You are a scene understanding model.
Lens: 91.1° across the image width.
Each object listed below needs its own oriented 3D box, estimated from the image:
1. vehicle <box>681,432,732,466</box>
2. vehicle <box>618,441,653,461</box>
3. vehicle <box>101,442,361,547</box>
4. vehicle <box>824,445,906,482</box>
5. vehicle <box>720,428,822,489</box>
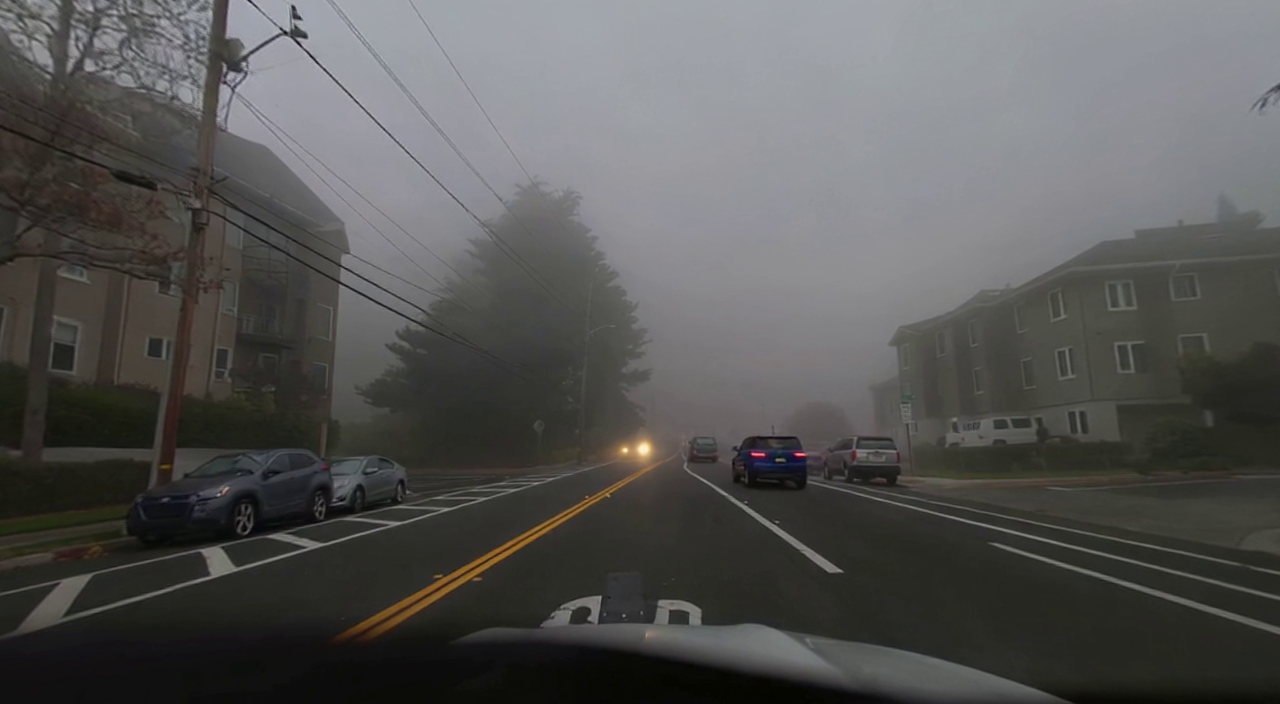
[{"bbox_3d":[3.871,5.736,37.306,2.368,1.840,4.896,0,-8,-1],"label":"vehicle"},{"bbox_3d":[-0.307,7.467,47.401,2.155,1.436,4.501,-1,-8,5],"label":"vehicle"},{"bbox_3d":[-8.276,2.860,13.468,2.381,1.825,4.652,0,-8,0],"label":"vehicle"},{"bbox_3d":[9.789,4.855,27.752,1.935,1.478,4.711,0,-8,1],"label":"vehicle"},{"bbox_3d":[4.093,3.428,20.529,2.306,1.719,4.805,0,-8,0],"label":"vehicle"}]
